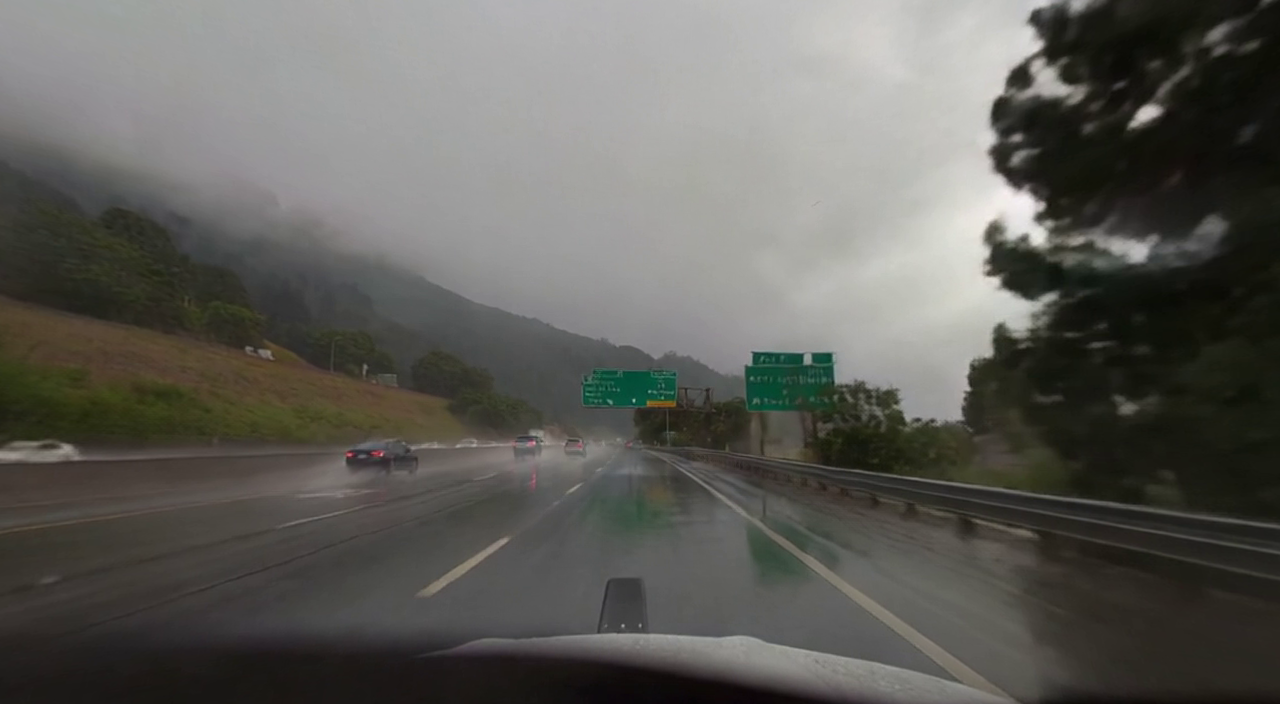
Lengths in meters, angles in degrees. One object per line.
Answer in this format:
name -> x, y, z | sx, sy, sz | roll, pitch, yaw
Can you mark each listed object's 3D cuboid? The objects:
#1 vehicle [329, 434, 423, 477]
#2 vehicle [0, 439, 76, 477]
vehicle -> -11.062, 4.352, 26.703 | 2.001, 1.625, 4.528 | 0, -8, 0
vehicle -> -29.237, 4.885, 29.107 | 1.881, 1.635, 4.610 | 1, -8, 0
